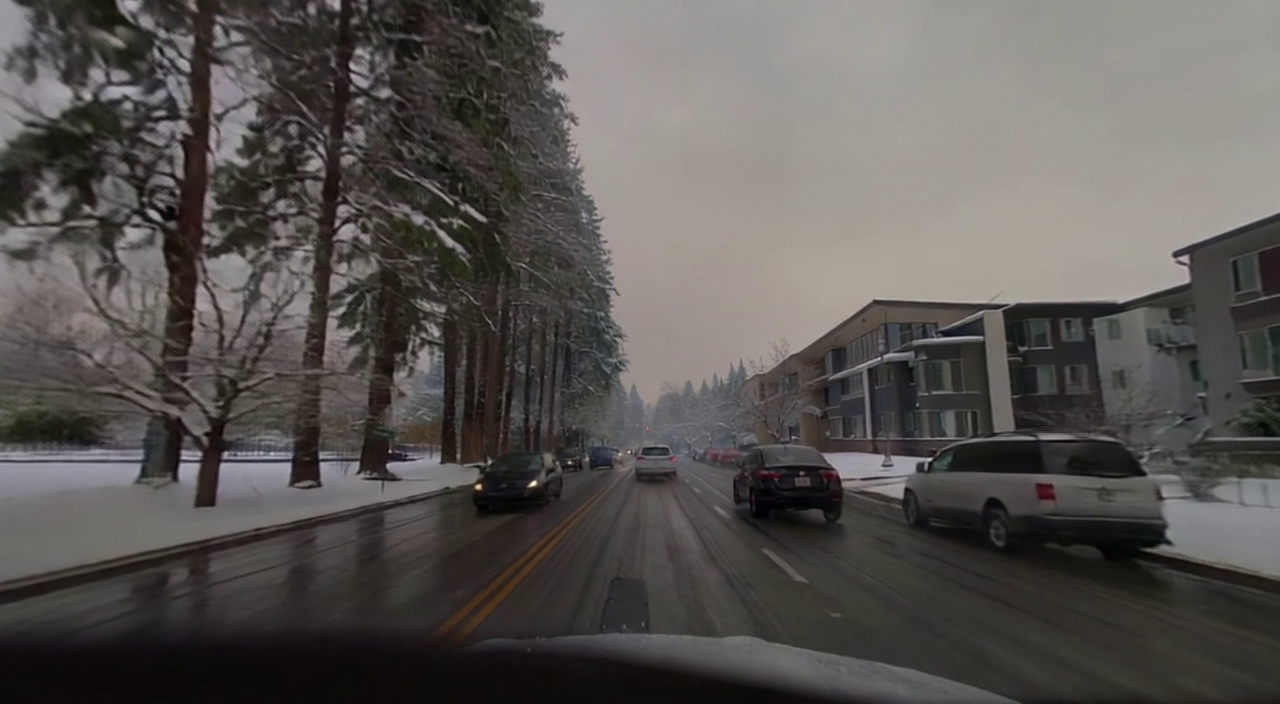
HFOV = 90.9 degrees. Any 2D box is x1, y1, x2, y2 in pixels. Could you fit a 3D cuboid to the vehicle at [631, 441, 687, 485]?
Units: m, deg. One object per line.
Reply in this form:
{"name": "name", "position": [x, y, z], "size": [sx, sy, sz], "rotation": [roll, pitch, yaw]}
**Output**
{"name": "vehicle", "position": [0.741, 4.498, 25.890], "size": [2.105, 1.653, 3.887], "rotation": [0, -9, 1]}

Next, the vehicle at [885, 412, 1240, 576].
{"name": "vehicle", "position": [5.661, 1.942, 9.454], "size": [2.059, 1.813, 4.637], "rotation": [0, -9, 0]}

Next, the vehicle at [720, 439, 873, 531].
{"name": "vehicle", "position": [2.938, 2.578, 12.862], "size": [1.991, 1.536, 4.116], "rotation": [0, -9, -1]}

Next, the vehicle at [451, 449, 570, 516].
{"name": "vehicle", "position": [-3.017, 3.144, 15.720], "size": [1.997, 1.415, 4.195], "rotation": [0, -9, 1]}

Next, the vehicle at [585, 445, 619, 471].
{"name": "vehicle", "position": [-2.596, 7.365, 44.174], "size": [2.065, 1.708, 4.311], "rotation": [0, -9, 1]}
